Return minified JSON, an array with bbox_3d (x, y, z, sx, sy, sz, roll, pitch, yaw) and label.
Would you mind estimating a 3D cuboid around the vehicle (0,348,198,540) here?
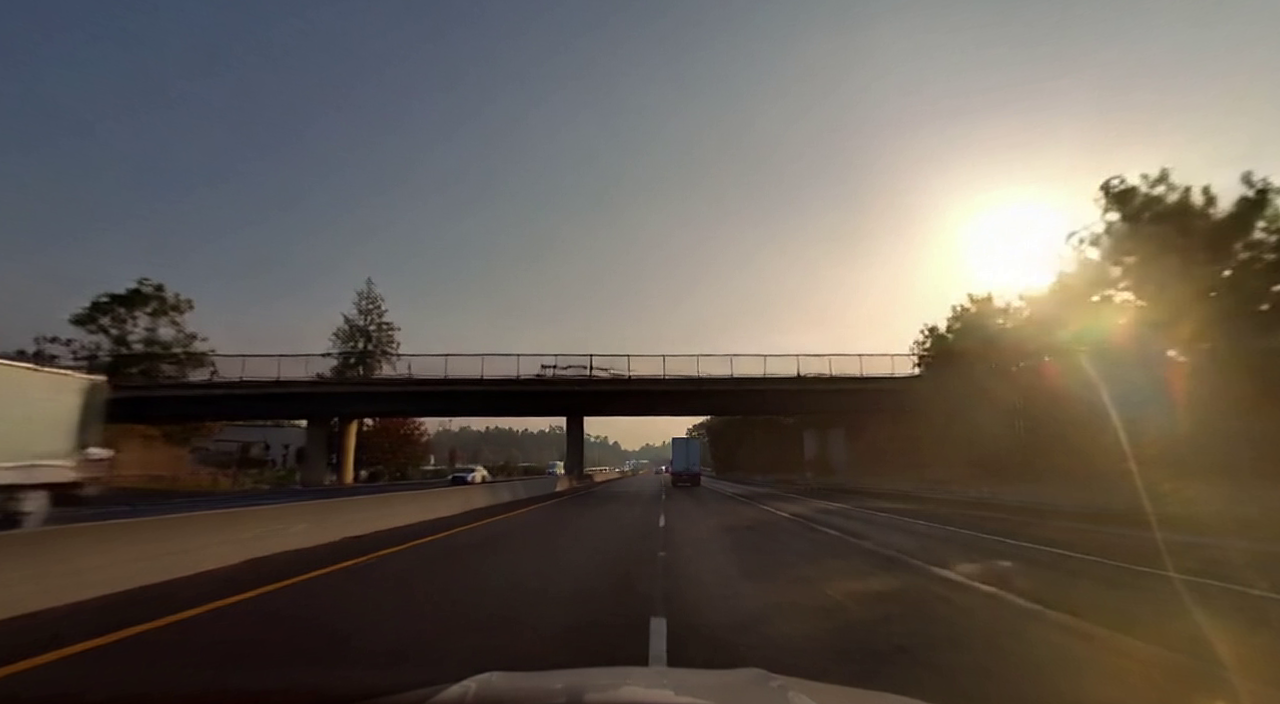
[{"bbox_3d":[-14.139,2.090,14.024,2.798,3.751,7.543,1,-11,1],"label":"vehicle"}]
